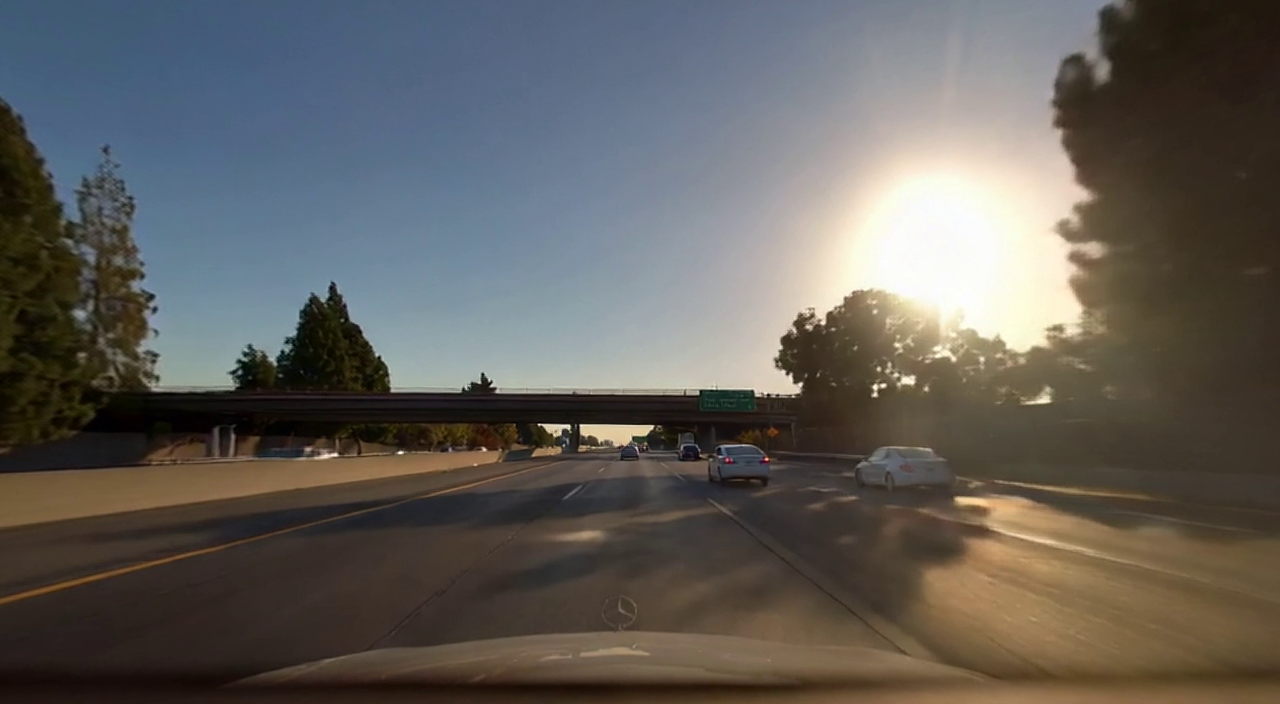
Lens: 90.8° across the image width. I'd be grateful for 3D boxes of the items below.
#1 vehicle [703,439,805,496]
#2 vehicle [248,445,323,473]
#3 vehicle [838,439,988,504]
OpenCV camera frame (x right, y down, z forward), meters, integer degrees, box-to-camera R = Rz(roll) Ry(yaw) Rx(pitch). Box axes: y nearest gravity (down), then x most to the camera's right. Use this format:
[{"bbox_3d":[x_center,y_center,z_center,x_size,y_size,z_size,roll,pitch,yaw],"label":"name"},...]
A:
[{"bbox_3d":[3.201,3.347,18.772,2.076,1.472,4.562,0,-8,-2],"label":"vehicle"},{"bbox_3d":[-20.403,6.142,36.589,1.889,1.491,4.573,1,-8,-3],"label":"vehicle"},{"bbox_3d":[7.126,3.147,17.104,1.946,1.497,4.467,0,-8,-1],"label":"vehicle"}]
